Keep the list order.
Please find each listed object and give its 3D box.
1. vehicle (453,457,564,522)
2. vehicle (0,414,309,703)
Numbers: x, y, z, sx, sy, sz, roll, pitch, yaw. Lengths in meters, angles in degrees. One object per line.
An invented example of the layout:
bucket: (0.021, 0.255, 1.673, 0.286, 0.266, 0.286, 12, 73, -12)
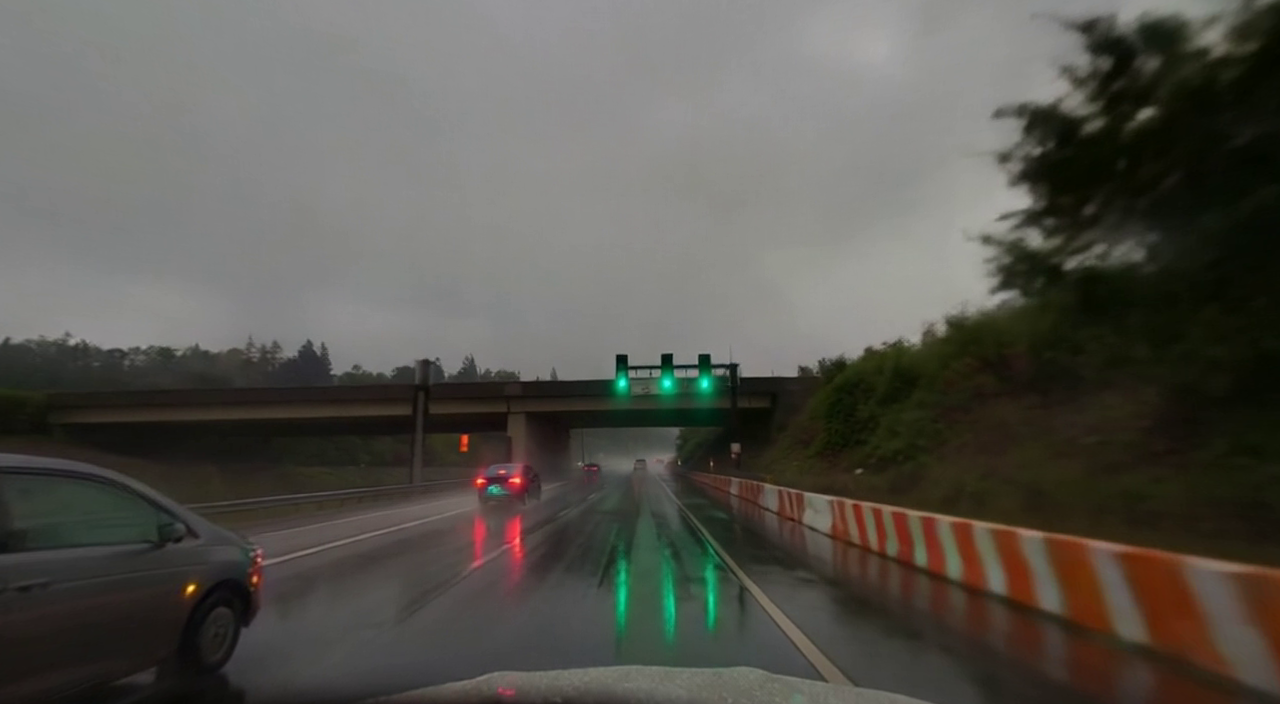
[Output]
vehicle: (-3.268, 3.525, 16.499, 1.992, 1.466, 3.690, 0, -10, 2)
vehicle: (-3.653, 0.969, 2.358, 2.023, 1.507, 5.082, 1, -10, 0)
